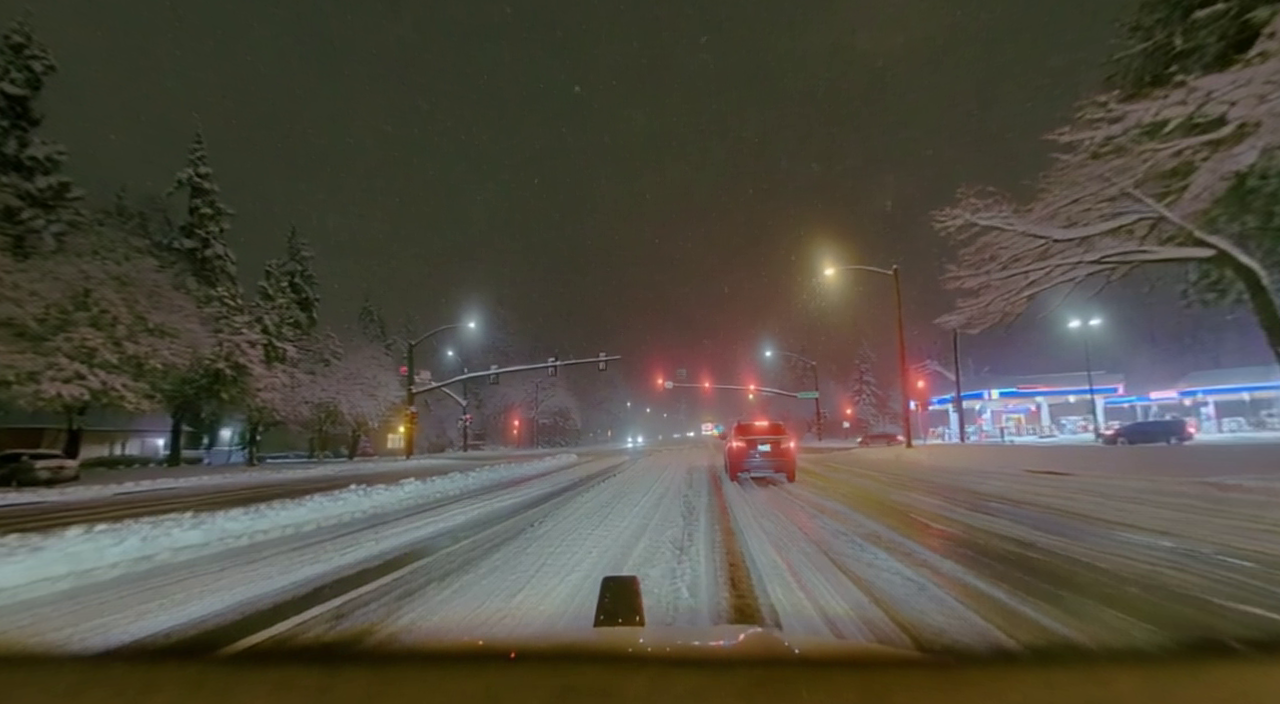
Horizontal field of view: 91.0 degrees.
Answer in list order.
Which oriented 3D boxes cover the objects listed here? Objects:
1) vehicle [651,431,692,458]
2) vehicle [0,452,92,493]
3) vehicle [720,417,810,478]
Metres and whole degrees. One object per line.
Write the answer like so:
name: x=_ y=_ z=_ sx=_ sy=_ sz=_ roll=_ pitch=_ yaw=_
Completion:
vehicle: x=1.911 y=5.460 z=37.200 sx=2.100 sy=1.469 sz=3.872 roll=-1 pitch=-8 yaw=7
vehicle: x=-24.623 y=4.875 z=25.844 sx=4.538 sy=1.469 sz=1.912 roll=-5 pitch=-9 yaw=33
vehicle: x=3.805 y=2.992 z=19.940 sx=2.213 sy=1.715 sz=4.242 roll=-1 pitch=-8 yaw=4
